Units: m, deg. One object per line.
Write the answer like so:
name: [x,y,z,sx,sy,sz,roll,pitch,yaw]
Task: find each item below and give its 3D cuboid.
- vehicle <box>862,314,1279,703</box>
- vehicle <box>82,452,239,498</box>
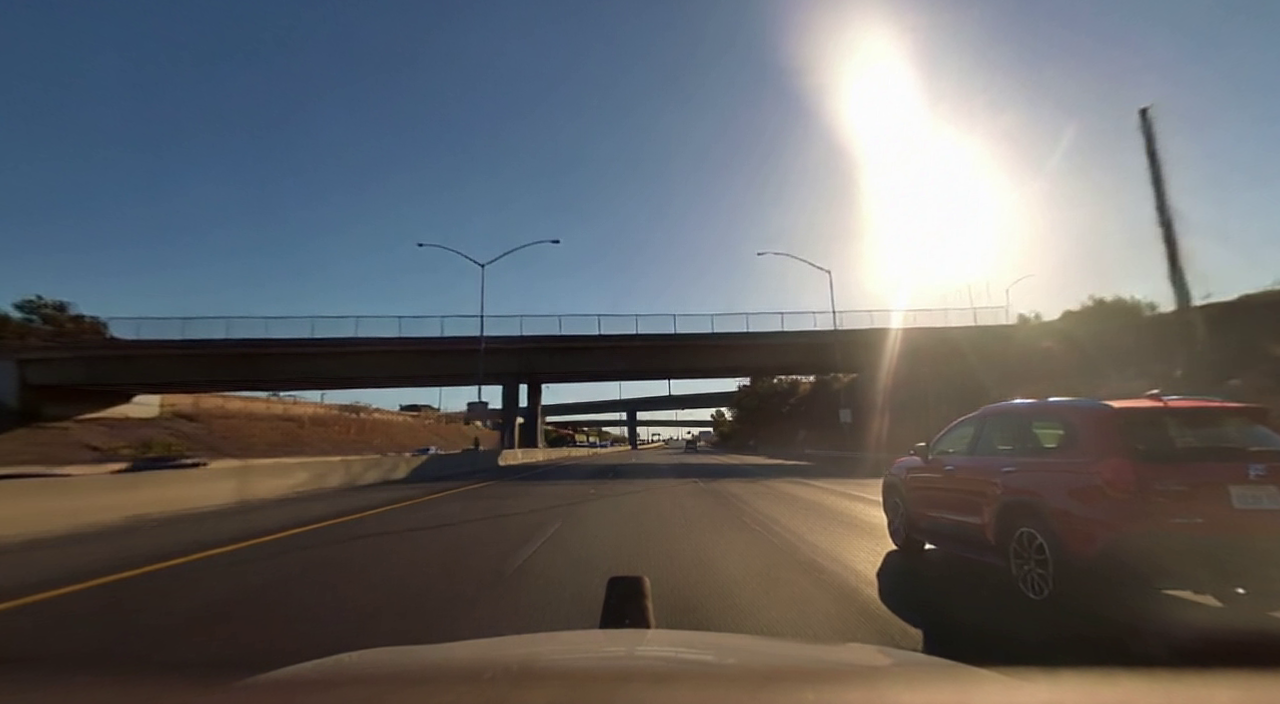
vehicle: [3.466,1.034,4.645,2.019,1.732,4.579,0,-8,1]
vehicle: [-17.565,4.487,23.467,1.979,1.476,4.794,-1,-8,2]
